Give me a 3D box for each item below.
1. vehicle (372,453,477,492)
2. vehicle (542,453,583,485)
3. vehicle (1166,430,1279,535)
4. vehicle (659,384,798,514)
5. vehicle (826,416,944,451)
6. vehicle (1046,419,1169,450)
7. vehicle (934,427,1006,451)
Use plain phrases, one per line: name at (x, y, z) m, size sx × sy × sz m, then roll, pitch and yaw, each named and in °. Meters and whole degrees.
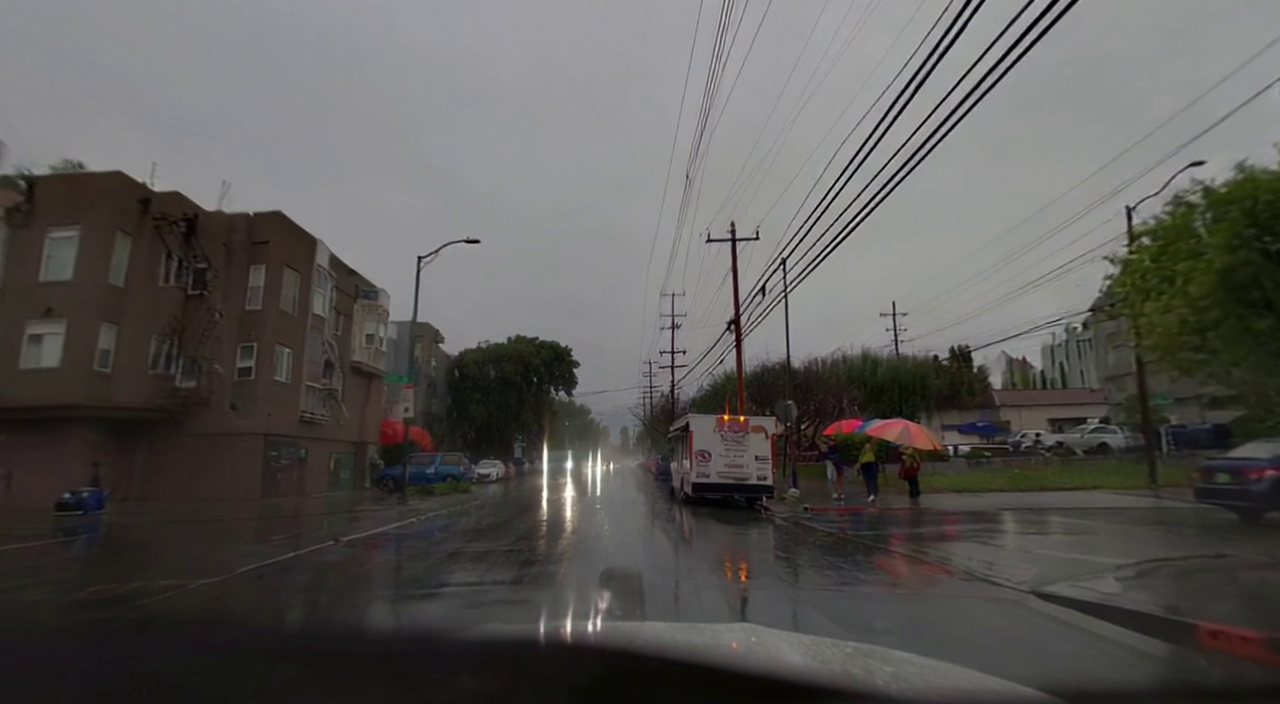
vehicle at (-11.492, 6.394, 33.793) m, size 5.093 × 1.855 × 2.338 m, roll 3°, pitch -10°, yaw -21°
vehicle at (-4.463, 6.785, 36.998) m, size 1.952 × 1.708 × 4.096 m, roll 0°, pitch -8°, yaw -1°
vehicle at (11.723, 2.049, 10.203) m, size 4.857 × 1.525 × 1.976 m, roll 1°, pitch -8°, yaw -5°
vehicle at (2.408, 3.074, 20.343) m, size 2.886 × 3.321 × 7.809 m, roll 1°, pitch -8°, yaw -4°
vehicle at (10.623, 3.558, 27.592) m, size 4.396 × 1.459 × 1.749 m, roll 0°, pitch -8°, yaw -3°
vehicle at (22.801, 4.050, 30.916) m, size 4.641 × 1.441 × 1.745 m, roll 0°, pitch -8°, yaw -1°
vehicle at (21.908, 5.773, 42.009) m, size 3.761 × 1.538 × 1.743 m, roll 0°, pitch -7°, yaw -1°
